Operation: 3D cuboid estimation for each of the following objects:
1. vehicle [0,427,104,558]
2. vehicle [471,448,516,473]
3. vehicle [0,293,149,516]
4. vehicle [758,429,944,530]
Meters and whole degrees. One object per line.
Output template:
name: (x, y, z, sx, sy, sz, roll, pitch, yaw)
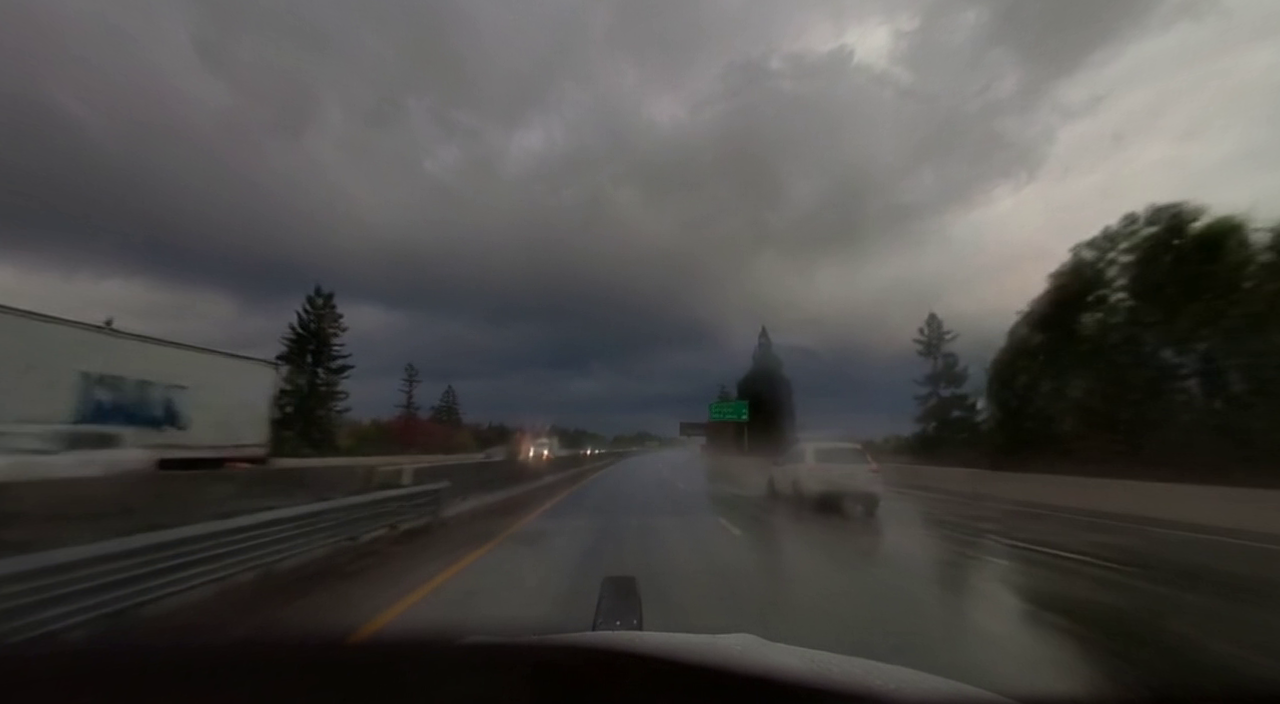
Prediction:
vehicle: (-9.073, 1.672, 7.219, 2.023, 1.628, 4.241, 0, -9, -1)
vehicle: (-9.437, 7.010, 40.608, 1.897, 1.540, 4.049, -1, -9, 0)
vehicle: (-13.366, 0.194, 6.600, 3.099, 4.089, 16.683, 0, -9, -1)
vehicle: (3.979, 2.501, 12.900, 2.089, 1.660, 4.729, 0, -9, -1)
